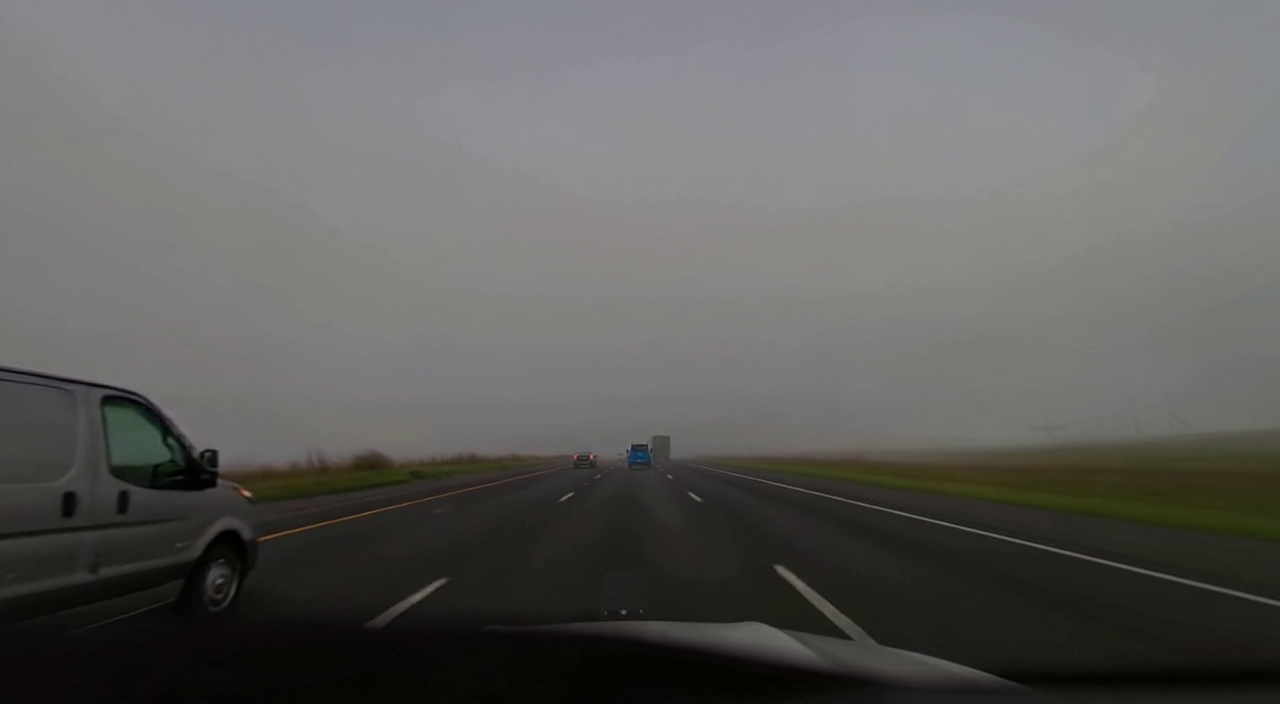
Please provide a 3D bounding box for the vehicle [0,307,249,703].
[{"bbox_3d":[-4.139,0.711,2.432,2.238,1.984,4.650,0,-9,0],"label":"vehicle"}]

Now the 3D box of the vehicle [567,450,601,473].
[{"bbox_3d":[-3.875,7.656,44.345,1.984,1.491,4.341,0,-9,0],"label":"vehicle"}]

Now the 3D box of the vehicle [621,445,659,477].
[{"bbox_3d":[-0.018,6.303,36.676,2.083,1.689,4.083,0,-9,-1],"label":"vehicle"}]
